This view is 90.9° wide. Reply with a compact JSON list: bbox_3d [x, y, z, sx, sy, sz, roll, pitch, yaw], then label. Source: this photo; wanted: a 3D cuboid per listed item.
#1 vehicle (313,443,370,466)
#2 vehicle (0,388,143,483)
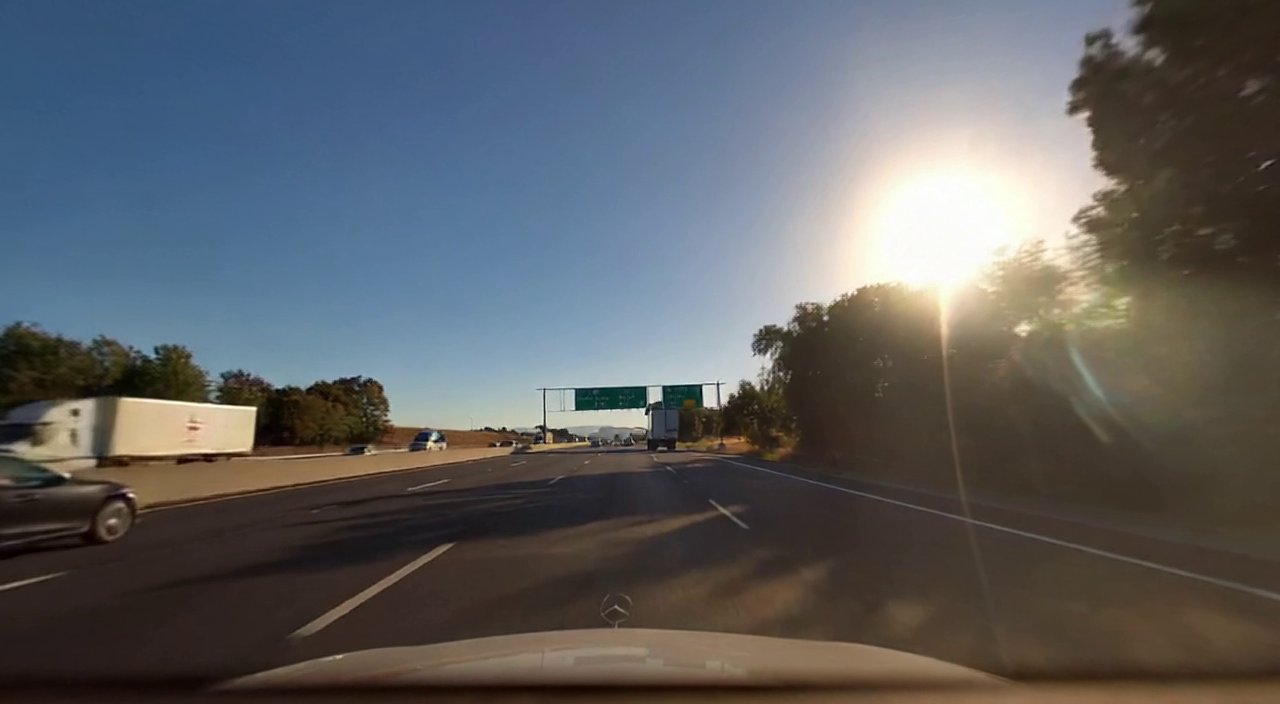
[{"bbox_3d":[-19.930,6.829,42.268,1.893,1.434,4.118,0,-8,-1],"label":"vehicle"},{"bbox_3d":[-23.333,3.344,25.268,2.851,3.407,4.697,0,-8,-2],"label":"vehicle"}]
